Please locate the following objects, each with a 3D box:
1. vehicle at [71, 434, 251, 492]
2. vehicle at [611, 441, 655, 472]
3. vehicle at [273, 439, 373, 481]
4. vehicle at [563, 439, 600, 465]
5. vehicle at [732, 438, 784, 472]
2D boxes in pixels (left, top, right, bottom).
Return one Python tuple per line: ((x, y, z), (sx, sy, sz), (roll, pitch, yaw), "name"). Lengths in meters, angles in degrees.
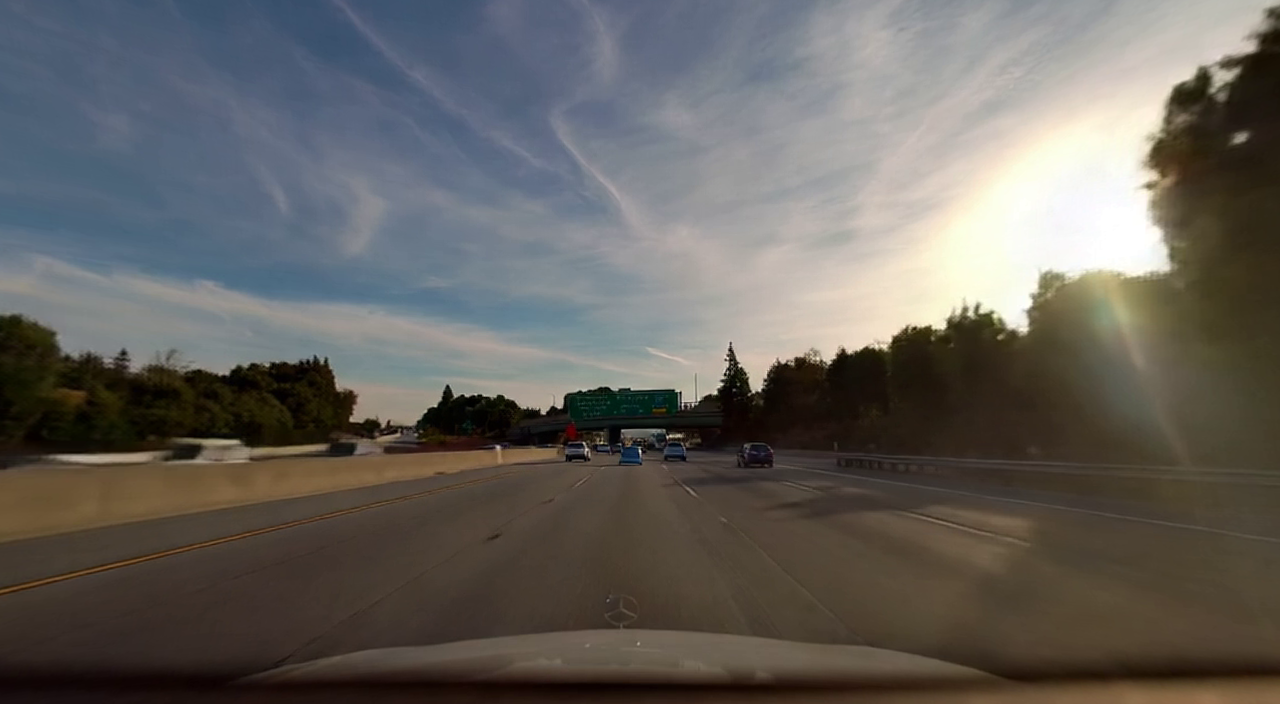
((-17.910, 4.180, 24.194), (2.239, 1.920, 5.939), (0, -9, 0), "vehicle")
((-0.345, 5.329, 32.398), (2.075, 1.486, 4.007), (0, -9, 0), "vehicle")
((-13.737, 4.686, 27.707), (2.033, 1.659, 4.459), (0, -9, 0), "vehicle")
((-4.079, 7.065, 44.823), (2.113, 1.756, 4.471), (0, -9, 1), "vehicle")
((6.061, 5.337, 32.916), (1.936, 1.625, 3.991), (0, -9, -1), "vehicle")
